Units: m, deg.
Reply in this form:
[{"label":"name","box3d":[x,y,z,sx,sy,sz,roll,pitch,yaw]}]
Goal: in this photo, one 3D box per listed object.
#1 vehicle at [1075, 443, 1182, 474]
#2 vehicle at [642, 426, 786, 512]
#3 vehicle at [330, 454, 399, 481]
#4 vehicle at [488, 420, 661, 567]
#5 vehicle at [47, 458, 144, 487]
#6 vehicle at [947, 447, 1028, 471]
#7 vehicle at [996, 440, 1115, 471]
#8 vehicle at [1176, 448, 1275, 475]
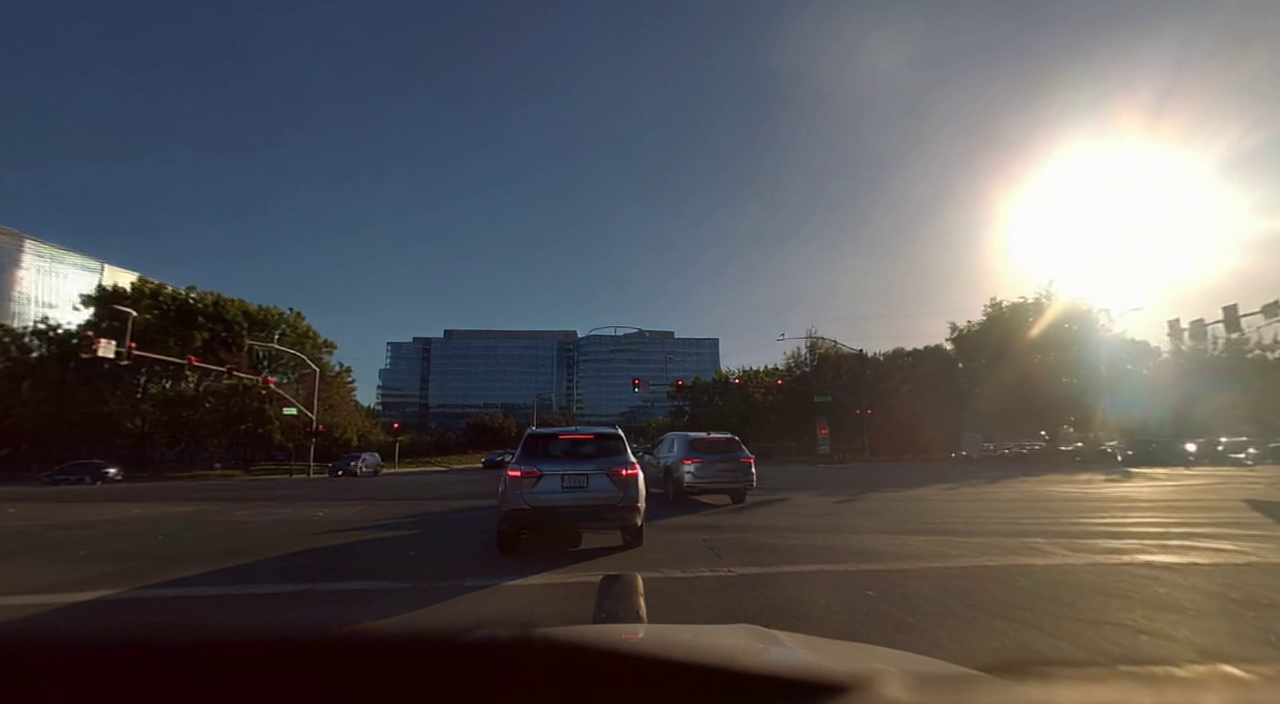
[{"label":"vehicle","box3d":[27.524,6.005,35.697,4.322,1.595,1.752,-3,-9,9]},{"label":"vehicle","box3d":[1.617,2.821,15.766,2.228,1.798,4.370,2,-9,-12]},{"label":"vehicle","box3d":[-17.614,7.378,40.441,3.771,1.593,1.789,-3,-9,20]},{"label":"vehicle","box3d":[-1.043,1.979,9.624,2.039,1.698,4.144,1,-9,-8]},{"label":"vehicle","box3d":[-33.946,7.484,39.411,4.318,1.712,2.188,-2,-9,10]},{"label":"vehicle","box3d":[25.051,7.697,45.601,4.587,1.634,2.078,0,-9,0]},{"label":"vehicle","box3d":[26.060,6.511,39.801,5.895,1.921,2.150,0,-9,1]},{"label":"vehicle","box3d":[35.951,6.714,38.850,4.446,1.530,1.728,0,-7,-2]}]
